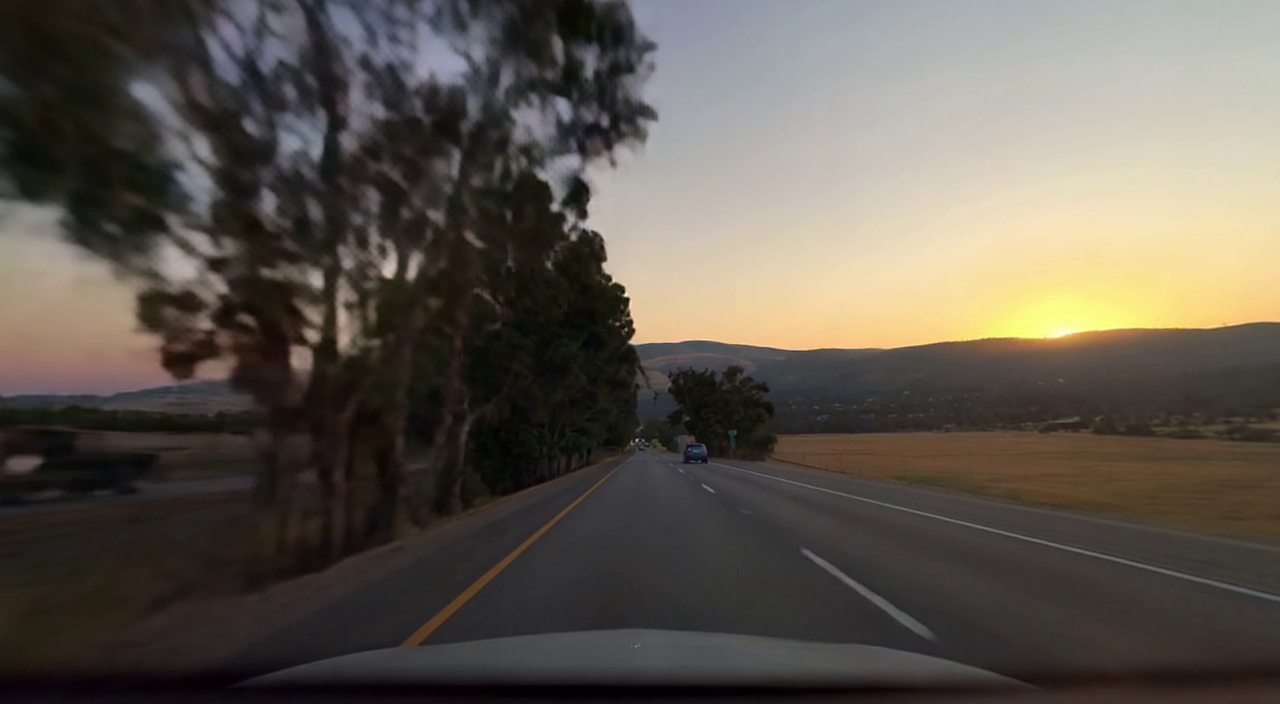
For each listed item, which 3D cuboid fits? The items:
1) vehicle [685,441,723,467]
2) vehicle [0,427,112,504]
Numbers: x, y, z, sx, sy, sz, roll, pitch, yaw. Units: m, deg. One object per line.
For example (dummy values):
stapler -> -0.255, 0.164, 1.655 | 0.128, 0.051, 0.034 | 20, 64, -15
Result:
vehicle -> 4.298, 6.951, 43.120 | 2.157, 1.640, 4.056 | 0, -8, 0
vehicle -> -17.421, 3.008, 16.735 | 2.361, 1.937, 5.075 | -1, -8, 1
